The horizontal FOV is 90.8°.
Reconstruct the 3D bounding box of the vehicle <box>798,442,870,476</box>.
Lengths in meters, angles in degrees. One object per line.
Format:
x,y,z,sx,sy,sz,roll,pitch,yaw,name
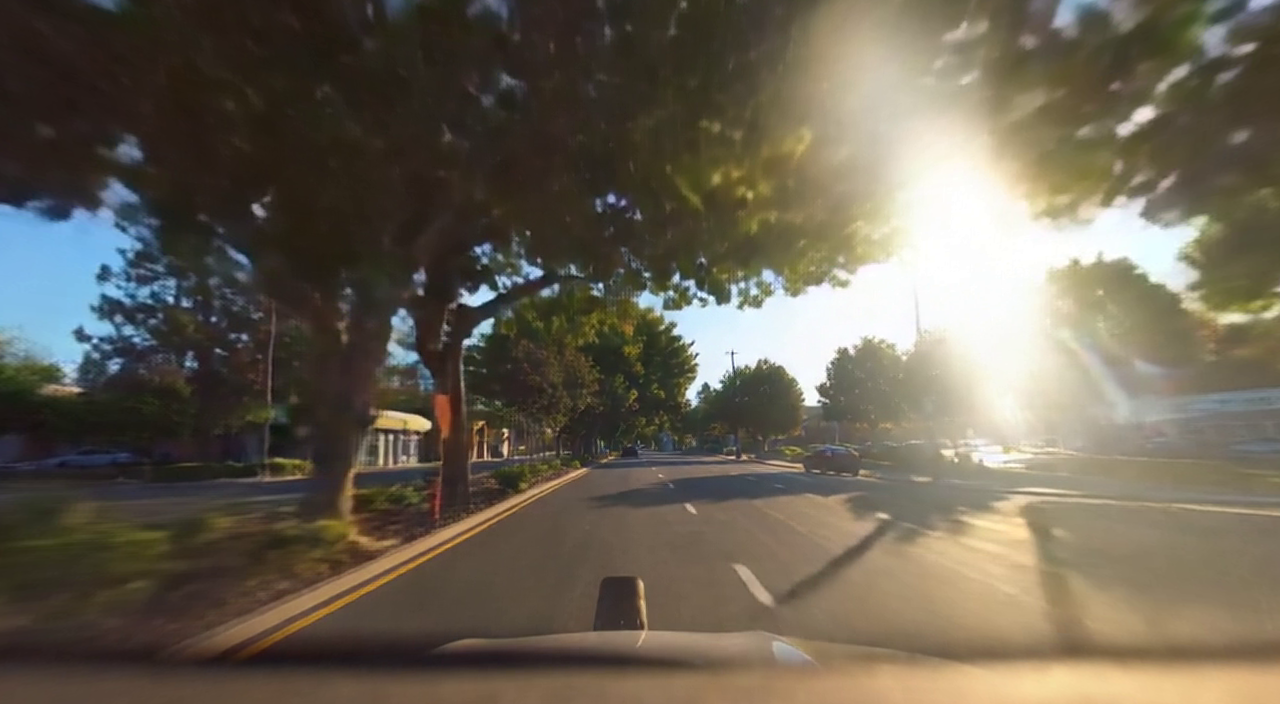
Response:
9.489,5.272,31.327,1.981,1.557,4.456,1,-9,-3,vehicle
